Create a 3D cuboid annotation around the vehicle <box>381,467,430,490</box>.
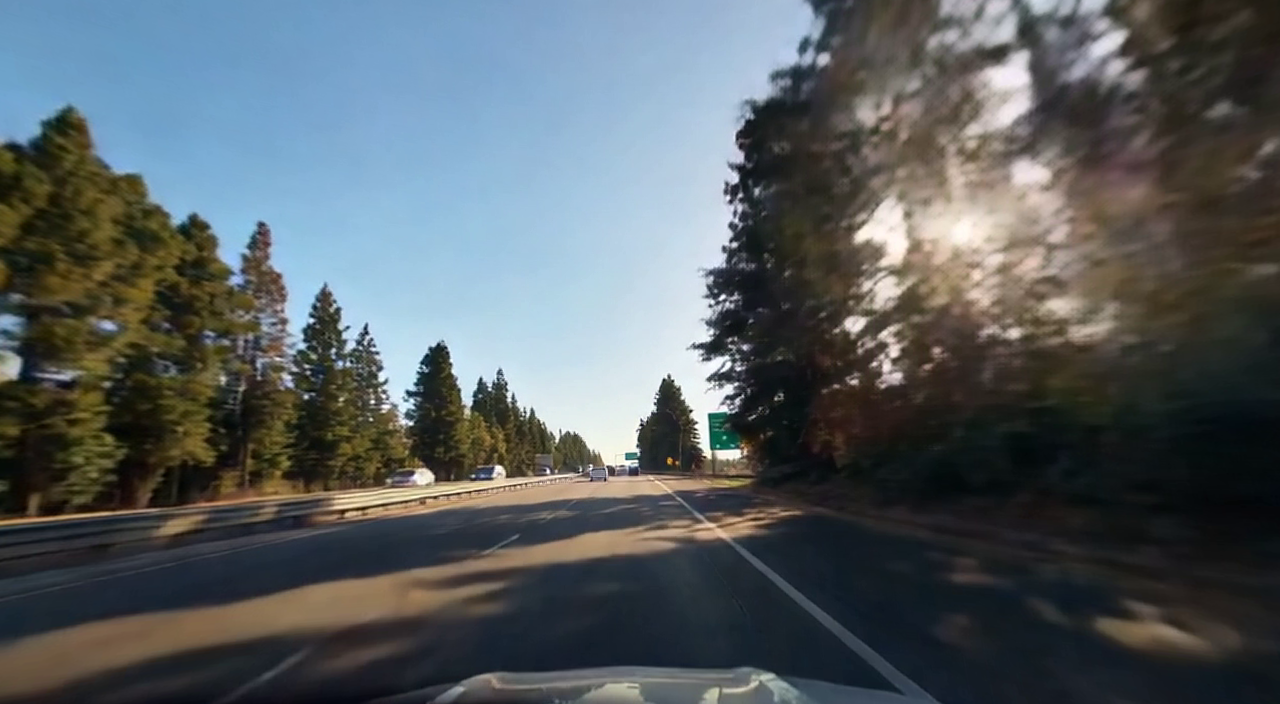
[{"bbox_3d":[-16.887,9.144,45.557,1.867,1.516,4.304,0,-11,1],"label":"vehicle"}]
